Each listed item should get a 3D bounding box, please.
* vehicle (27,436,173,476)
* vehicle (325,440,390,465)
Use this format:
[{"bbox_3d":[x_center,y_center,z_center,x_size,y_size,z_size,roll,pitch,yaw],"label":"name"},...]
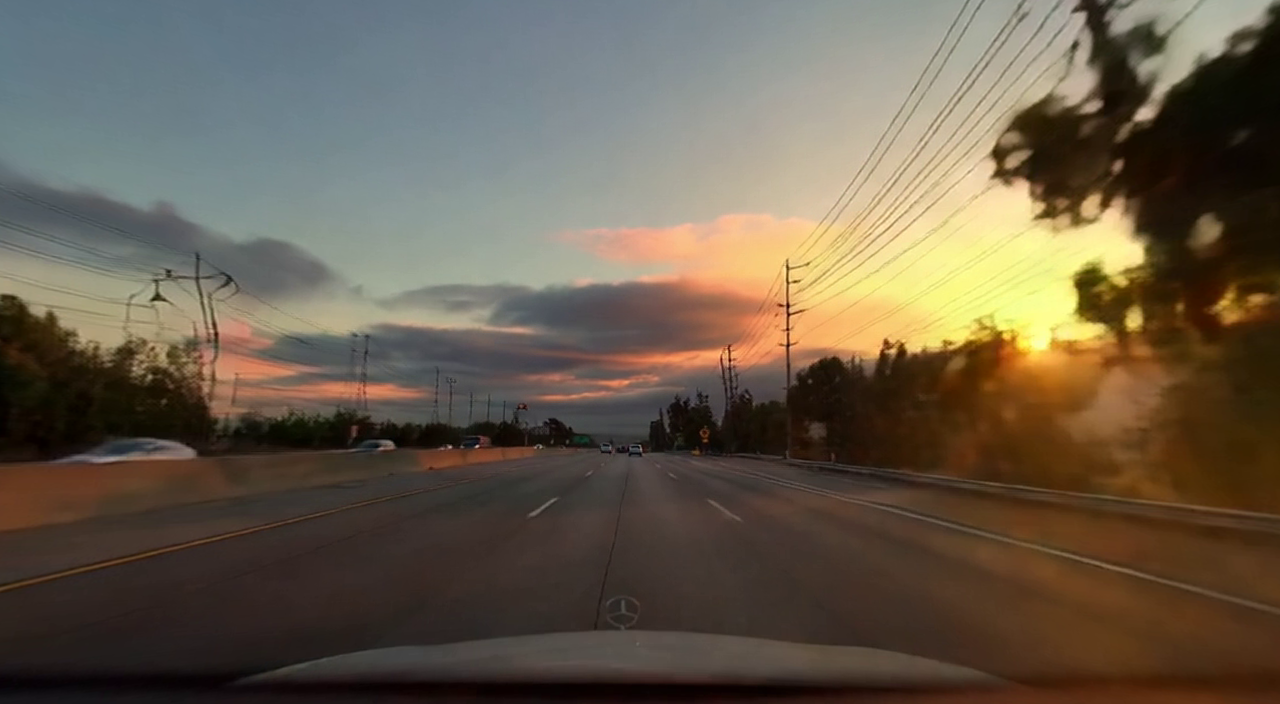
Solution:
[{"bbox_3d":[-21.834,4.226,25.850,1.924,1.459,4.597,0,-8,-1],"label":"vehicle"},{"bbox_3d":[-18.128,6.431,40.760,2.080,1.499,4.591,0,-8,0],"label":"vehicle"}]
